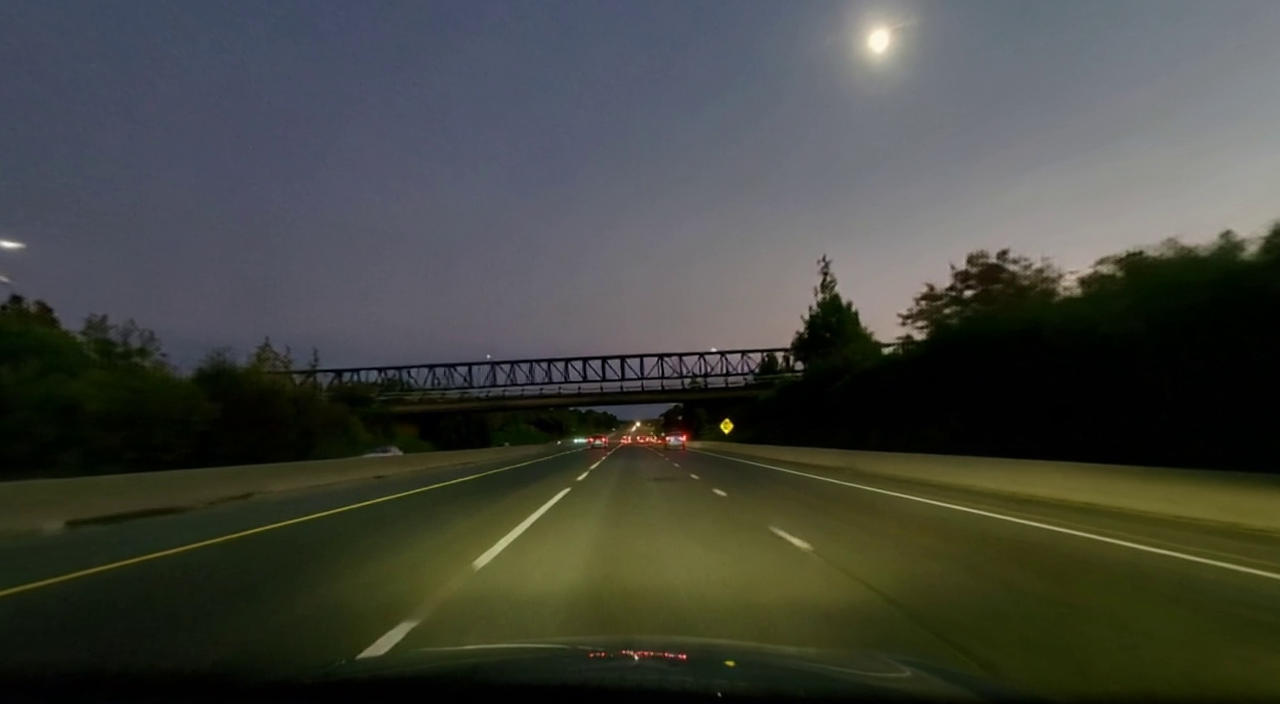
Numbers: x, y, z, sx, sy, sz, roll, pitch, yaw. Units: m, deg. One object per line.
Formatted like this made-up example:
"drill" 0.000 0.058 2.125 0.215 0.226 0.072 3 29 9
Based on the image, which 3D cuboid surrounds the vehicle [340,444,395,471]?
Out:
"vehicle" -17.169 6.643 39.919 1.797 1.528 3.922 0 -8 -1
